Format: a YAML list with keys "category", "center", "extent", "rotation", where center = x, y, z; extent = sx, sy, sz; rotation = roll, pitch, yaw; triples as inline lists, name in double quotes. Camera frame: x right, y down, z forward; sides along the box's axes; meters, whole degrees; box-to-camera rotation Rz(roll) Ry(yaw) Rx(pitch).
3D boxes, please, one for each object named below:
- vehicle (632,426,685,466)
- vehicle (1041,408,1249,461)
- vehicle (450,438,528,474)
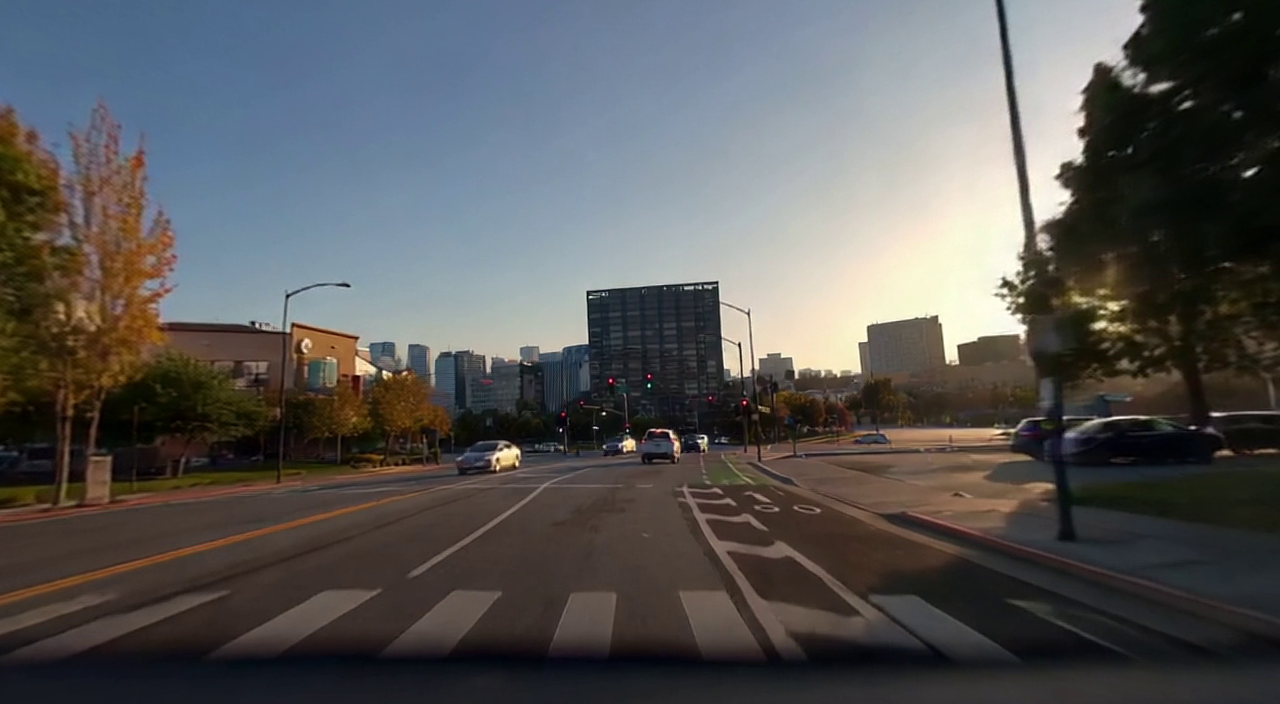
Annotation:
- category: "vehicle"
  center: [1.006, 4.725, 31.814]
  extent: [2.230, 1.827, 4.298]
  rotation: [-1, -8, 7]
- category: "vehicle"
  center: [14.949, 2.488, 18.940]
  extent: [4.486, 1.494, 1.802]
  rotation: [-1, -8, 5]
- category: "vehicle"
  center: [-6.651, 4.635, 28.432]
  extent: [1.939, 1.484, 4.645]
  rotation: [-1, -8, 6]
